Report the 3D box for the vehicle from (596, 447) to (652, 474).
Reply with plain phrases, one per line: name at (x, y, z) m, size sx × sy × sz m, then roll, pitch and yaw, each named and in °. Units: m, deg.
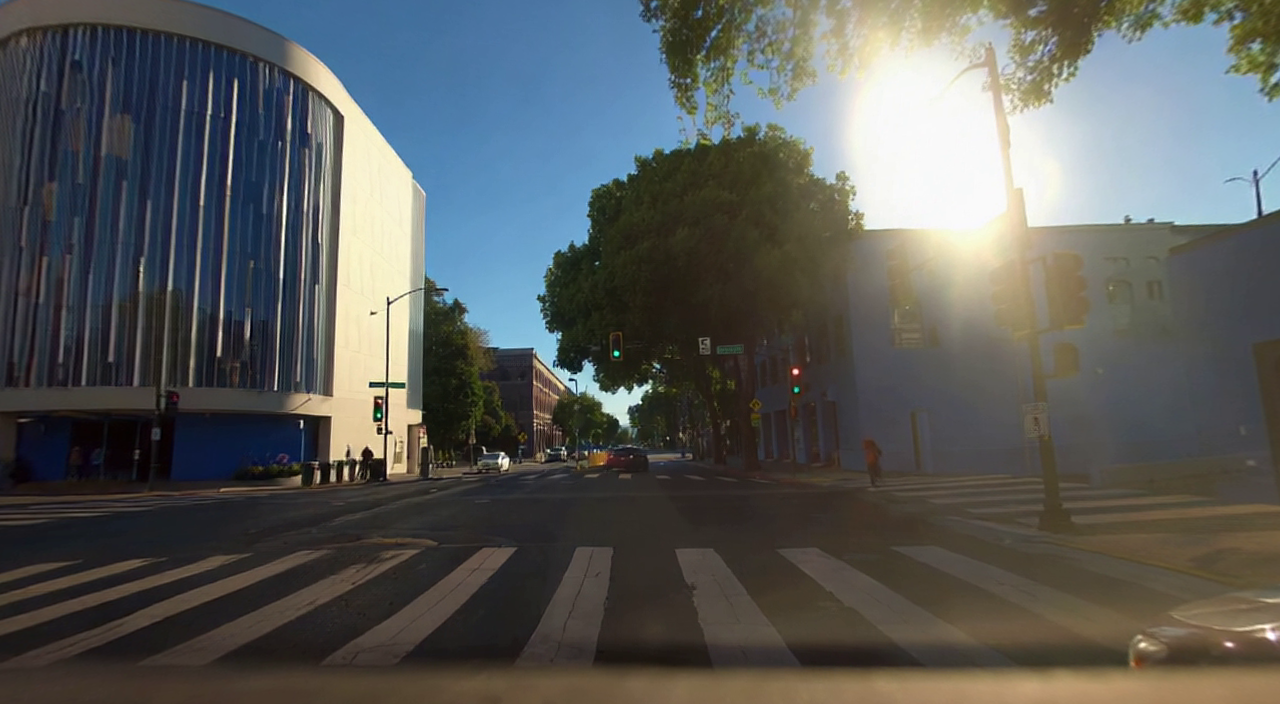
vehicle at (-0.865, 6.404, 37.660) m, size 2.088 × 1.452 × 4.833 m, roll -3°, pitch -9°, yaw 15°
